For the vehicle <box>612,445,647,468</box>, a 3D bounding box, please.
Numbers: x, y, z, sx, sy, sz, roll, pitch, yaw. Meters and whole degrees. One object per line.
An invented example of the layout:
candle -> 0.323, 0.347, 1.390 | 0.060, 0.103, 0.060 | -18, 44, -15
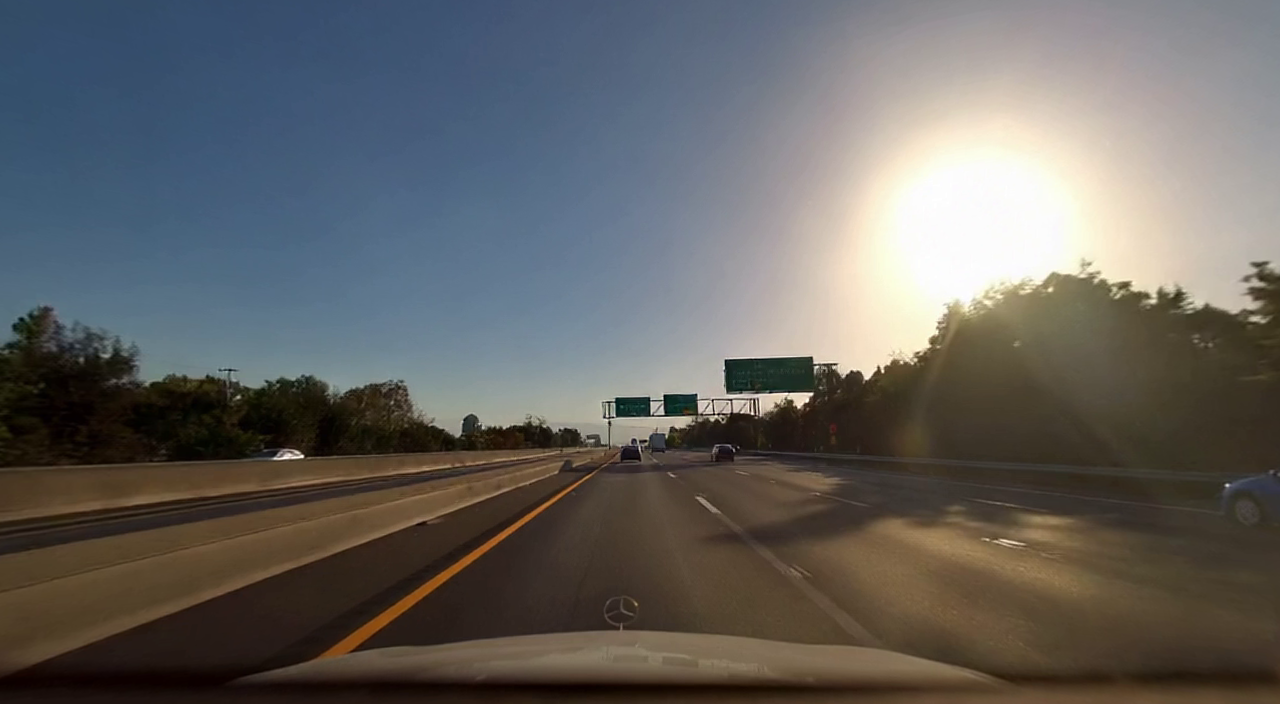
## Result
vehicle -> -0.593, 6.235, 37.895 | 2.004, 1.259, 3.781 | 1, -8, 0

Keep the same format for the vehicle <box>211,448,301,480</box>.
vehicle -> -21.176, 6.176, 35.152 | 2.001, 1.573, 4.861 | 0, -8, -1
